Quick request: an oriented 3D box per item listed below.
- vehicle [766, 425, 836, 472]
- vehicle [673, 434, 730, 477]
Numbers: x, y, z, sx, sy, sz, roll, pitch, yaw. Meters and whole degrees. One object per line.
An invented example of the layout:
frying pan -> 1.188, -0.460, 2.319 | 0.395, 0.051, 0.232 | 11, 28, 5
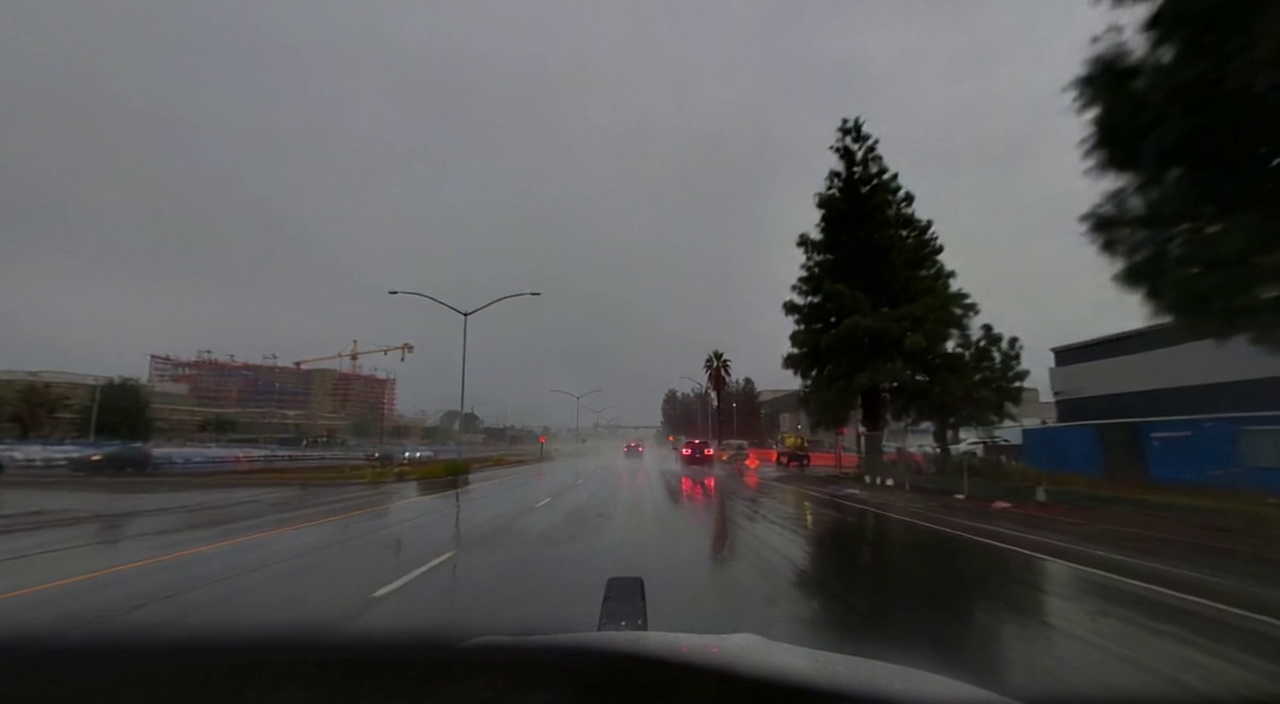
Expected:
vehicle -> 11.204, 6.669, 43.541 | 2.609, 2.976, 4.867 | -7, -11, 41
vehicle -> 3.001, 5.228, 32.129 | 2.386, 1.970, 5.665 | 0, -8, 0
